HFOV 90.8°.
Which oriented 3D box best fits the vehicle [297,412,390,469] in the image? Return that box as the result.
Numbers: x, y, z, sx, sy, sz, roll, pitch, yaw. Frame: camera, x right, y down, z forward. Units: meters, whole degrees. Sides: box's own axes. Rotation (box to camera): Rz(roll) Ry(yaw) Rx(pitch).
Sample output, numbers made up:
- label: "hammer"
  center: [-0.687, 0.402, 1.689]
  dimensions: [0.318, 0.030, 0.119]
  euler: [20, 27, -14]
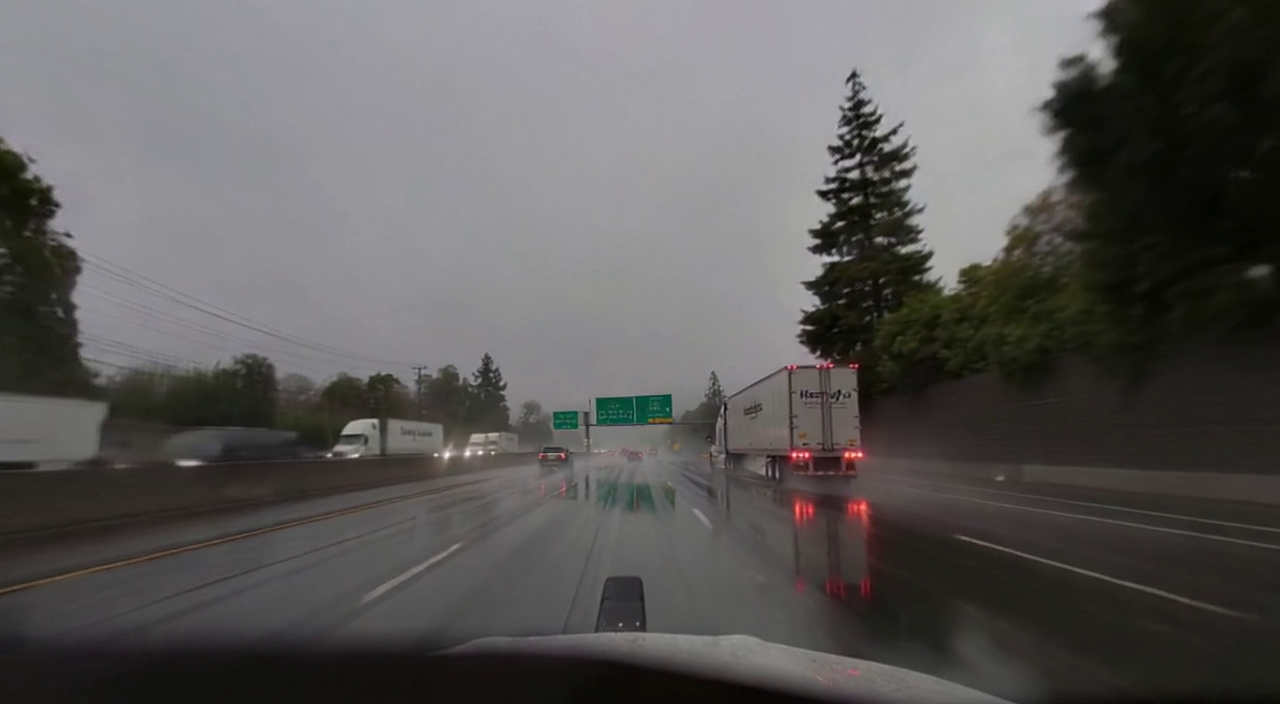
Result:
- label: "vehicle"
  center: [-21.385, 6.492, 46.124]
  dimensions: [3.026, 3.740, 7.644]
  euler: [0, -9, -1]

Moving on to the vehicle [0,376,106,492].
- label: "vehicle"
  center: [-21.073, 2.244, 17.592]
  dimensions: [2.988, 3.535, 10.678]
  euler: [0, -9, 0]

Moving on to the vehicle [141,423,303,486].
- label: "vehicle"
  center: [-13.728, 3.418, 21.232]
  dimensions: [2.177, 1.837, 4.780]
  euler: [0, -9, -1]

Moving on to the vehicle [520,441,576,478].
- label: "vehicle"
  center: [-4.331, 5.121, 30.326]
  dimensions: [2.027, 1.651, 4.099]
  euler: [0, -9, 0]

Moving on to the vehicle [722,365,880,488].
- label: "vehicle"
  center: [6.522, 3.725, 29.555]
  dimensions: [2.919, 4.195, 15.833]
  euler: [0, -9, -1]
